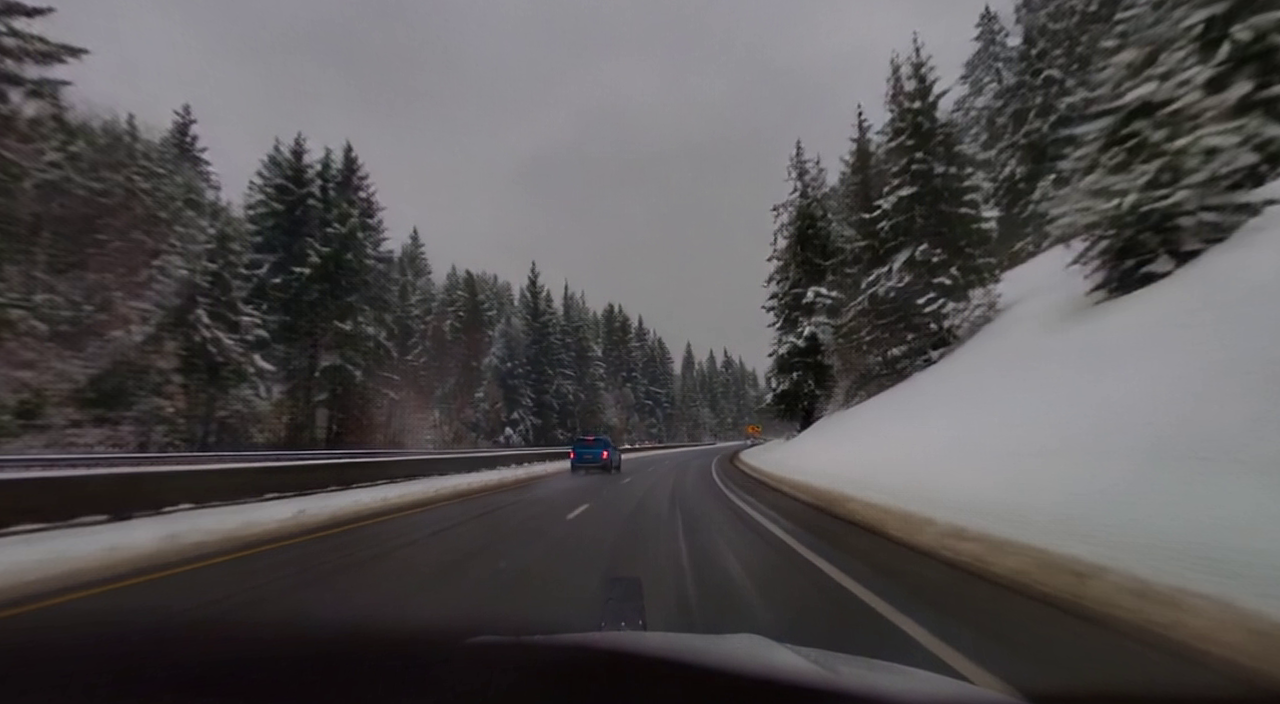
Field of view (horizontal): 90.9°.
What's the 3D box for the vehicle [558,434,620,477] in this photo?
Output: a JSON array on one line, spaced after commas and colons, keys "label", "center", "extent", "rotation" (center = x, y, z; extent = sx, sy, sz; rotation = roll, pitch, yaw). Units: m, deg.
[{"label": "vehicle", "center": [-2.169, 4.604, 28.236], "extent": [2.005, 1.752, 4.479], "rotation": [-1, -8, 5]}]
